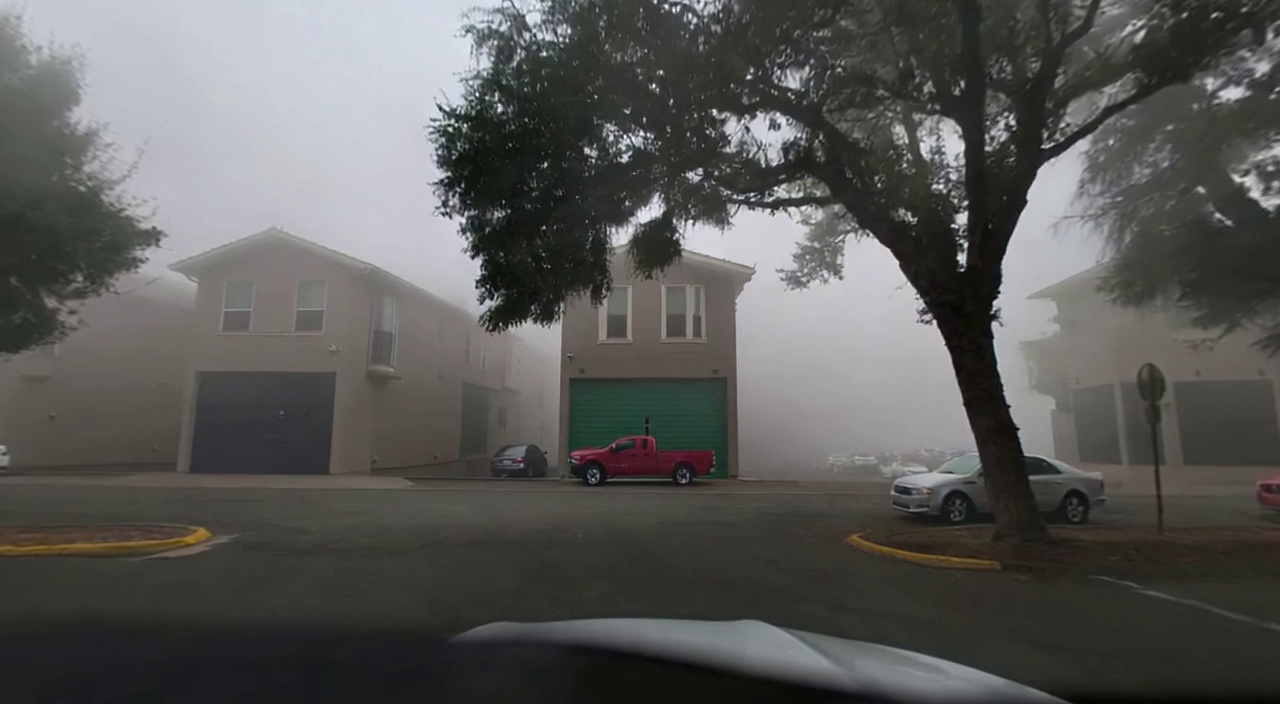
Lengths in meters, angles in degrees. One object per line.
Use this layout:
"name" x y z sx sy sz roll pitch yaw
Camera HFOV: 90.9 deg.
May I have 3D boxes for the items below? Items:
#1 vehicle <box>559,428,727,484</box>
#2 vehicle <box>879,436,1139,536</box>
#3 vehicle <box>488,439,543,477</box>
"vehicle" 0.071 3.617 22.161 5.600 1.835 2.161 0 -8 -2
"vehicle" 7.307 2.606 12.777 4.074 1.617 2.112 1 -4 -9
"vehicle" -5.908 5.026 30.255 1.869 1.460 3.826 -3 -6 -1
